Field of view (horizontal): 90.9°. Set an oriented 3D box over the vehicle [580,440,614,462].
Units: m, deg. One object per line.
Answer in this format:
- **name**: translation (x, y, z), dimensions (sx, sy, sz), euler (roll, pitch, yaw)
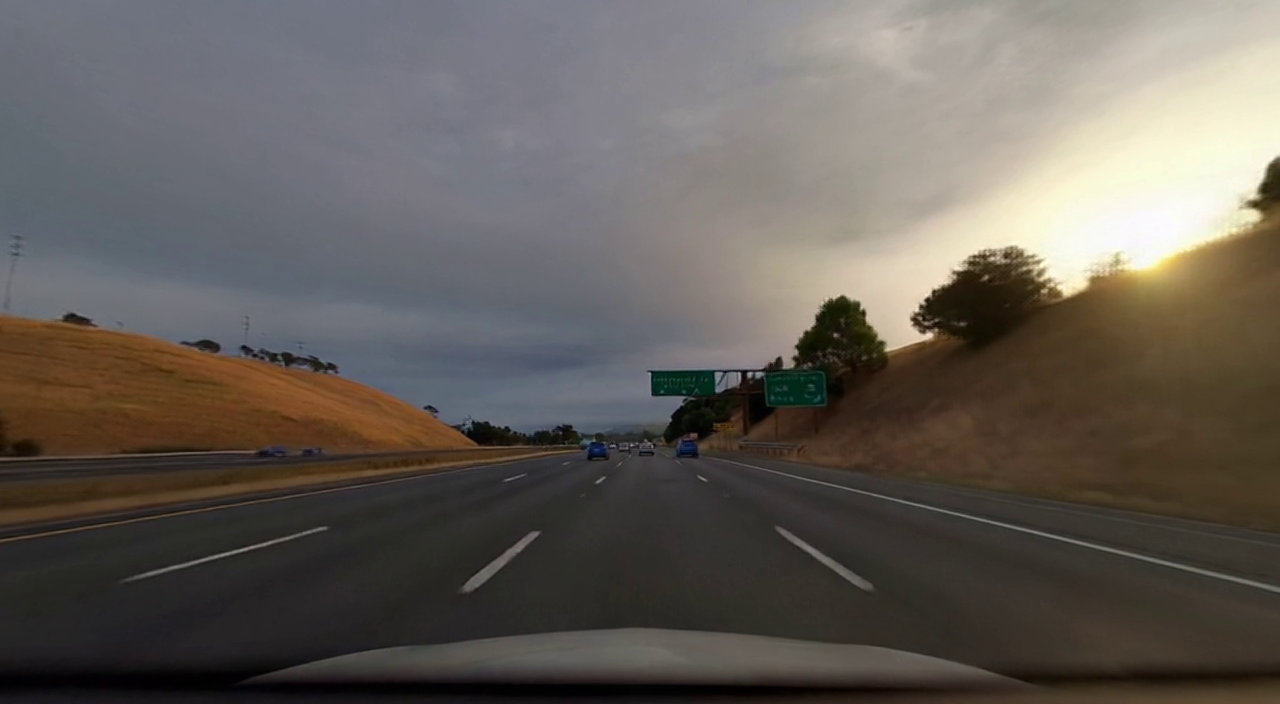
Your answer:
- **vehicle**: translation (-3.227, 7.453, 47.757), dimensions (2.159, 1.562, 4.441), euler (-1, -8, 1)
